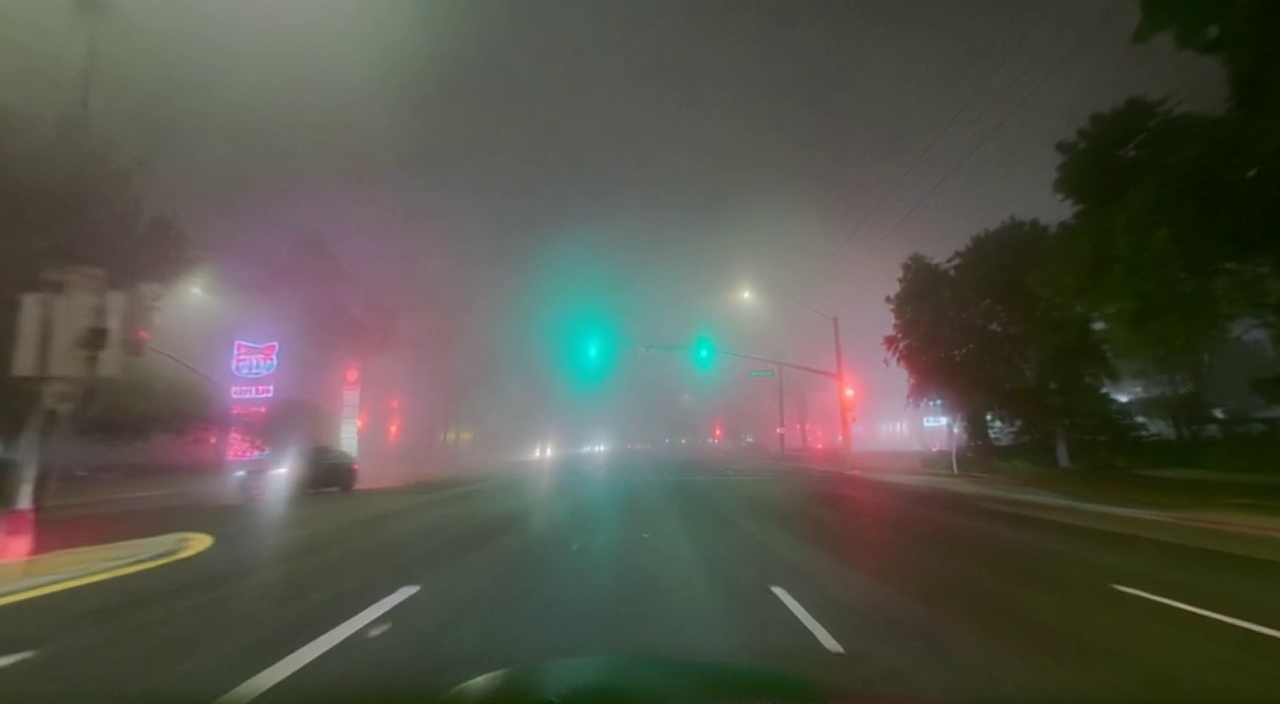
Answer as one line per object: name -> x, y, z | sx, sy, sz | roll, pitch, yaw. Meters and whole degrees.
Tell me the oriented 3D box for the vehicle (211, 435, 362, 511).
vehicle -> -8.936, 2.960, 15.874 | 3.885, 1.639, 1.990 | -7, -11, 40
